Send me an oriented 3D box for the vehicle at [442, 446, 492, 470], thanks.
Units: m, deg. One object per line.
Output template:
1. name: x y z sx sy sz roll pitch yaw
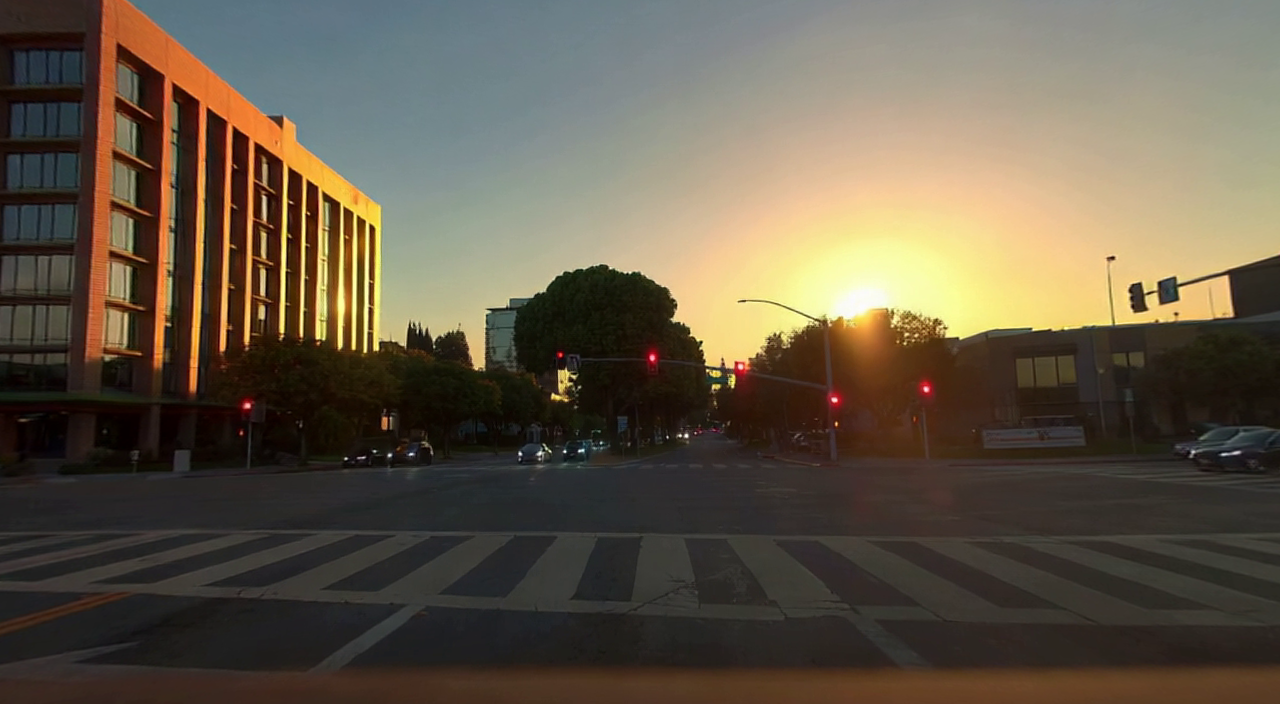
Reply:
1. vehicle: -11.639 7.150 42.815 2.003 1.476 4.297 -1 -9 2

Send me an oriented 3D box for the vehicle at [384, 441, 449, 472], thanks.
1. vehicle: -15.135 7.126 43.243 2.340 1.946 5.450 -1 -9 1

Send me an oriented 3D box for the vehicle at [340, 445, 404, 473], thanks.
1. vehicle: -18.549 7.416 44.086 2.237 1.842 5.116 0 -9 0

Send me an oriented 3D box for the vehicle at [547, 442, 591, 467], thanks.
1. vehicle: -4.531 6.619 40.916 2.109 1.461 4.637 -1 -9 2

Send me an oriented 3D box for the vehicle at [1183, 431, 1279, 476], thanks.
1. vehicle: 22.324 3.565 22.353 4.474 1.477 1.908 0 -9 -3

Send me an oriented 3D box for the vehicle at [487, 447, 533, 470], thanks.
1. vehicle: -8.067 6.627 39.541 1.910 1.288 4.093 -1 -9 1
